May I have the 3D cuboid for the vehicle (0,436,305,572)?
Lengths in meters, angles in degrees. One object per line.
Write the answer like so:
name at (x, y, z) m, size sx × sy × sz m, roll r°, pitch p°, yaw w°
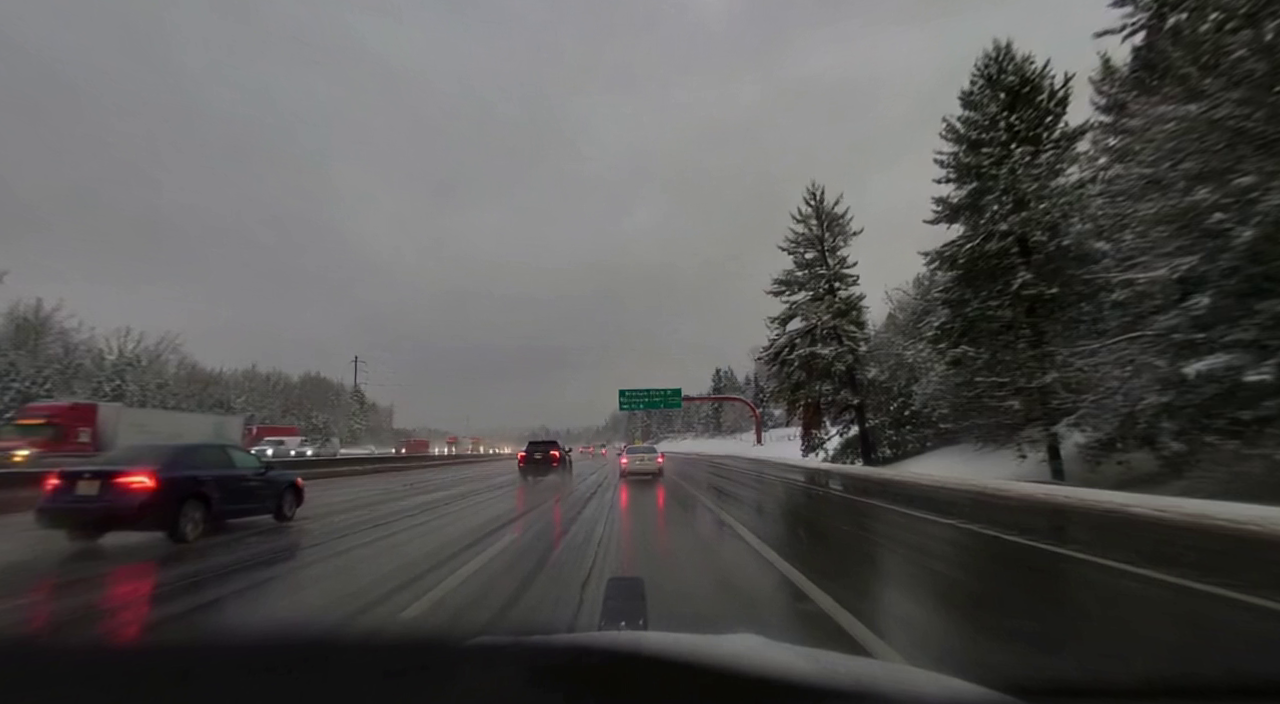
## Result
vehicle at (-7.244, 2.014, 9.317) m, size 1.974 × 1.464 × 4.733 m, roll 0°, pitch -8°, yaw 0°

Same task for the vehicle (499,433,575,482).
vehicle at (-4.012, 4.226, 25.458) m, size 2.289 × 1.777 × 4.534 m, roll 0°, pitch -8°, yaw 0°

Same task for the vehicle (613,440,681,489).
vehicle at (0.172, 3.763, 21.449) m, size 2.082 × 1.482 × 4.126 m, roll 0°, pitch -8°, yaw -1°
